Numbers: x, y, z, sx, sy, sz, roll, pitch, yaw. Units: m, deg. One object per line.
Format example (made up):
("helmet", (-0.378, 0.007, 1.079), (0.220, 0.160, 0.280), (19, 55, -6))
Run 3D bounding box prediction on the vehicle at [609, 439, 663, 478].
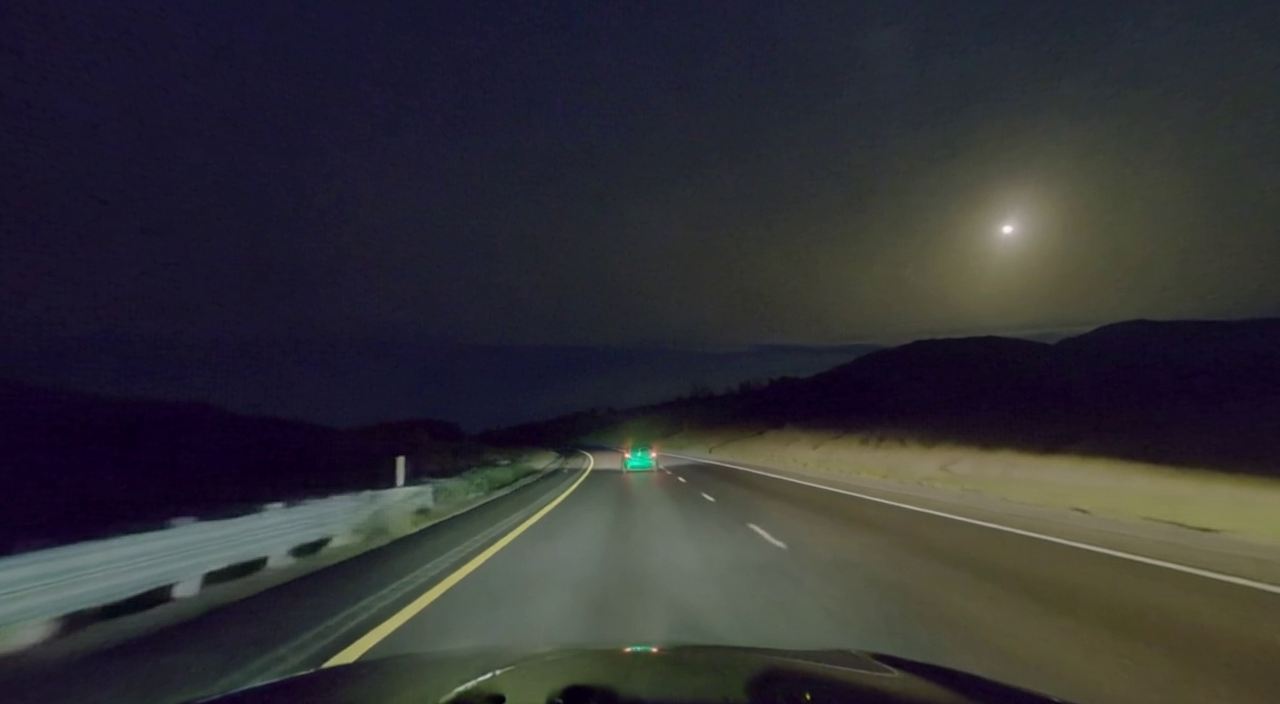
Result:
("vehicle", (-0.273, 4.393, 26.278), (2.029, 1.474, 4.183), (0, -8, -3))
